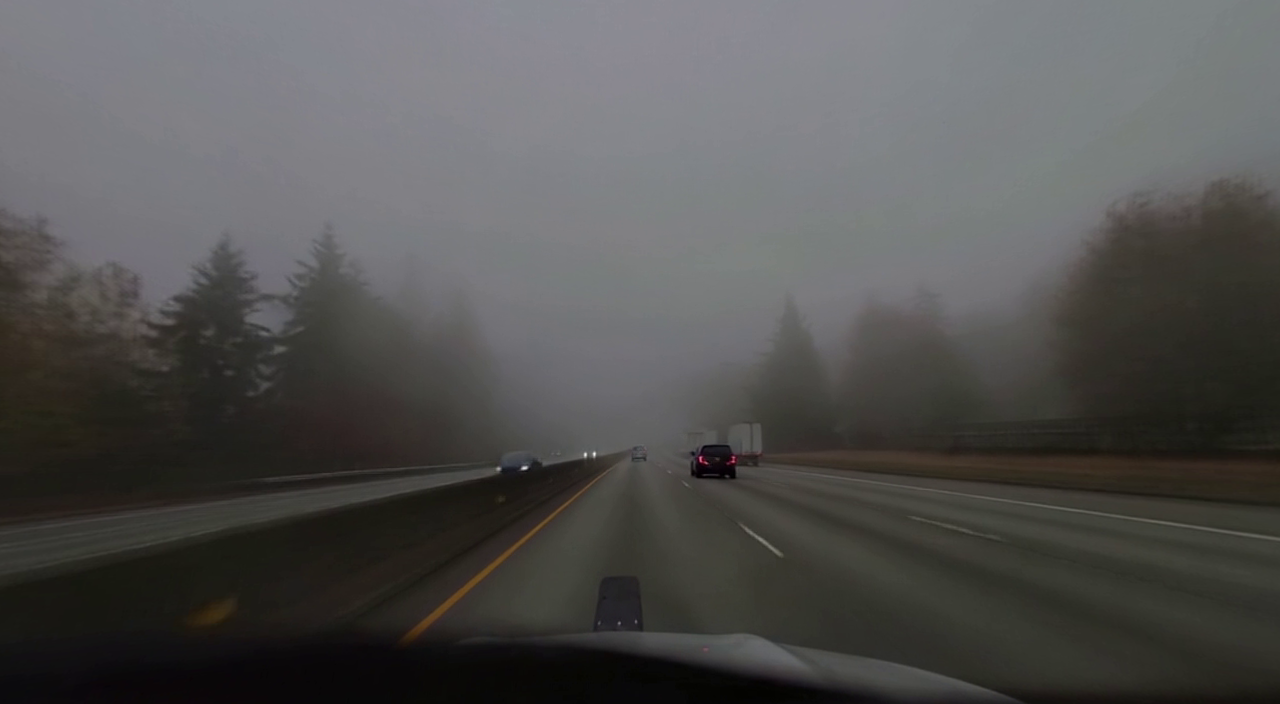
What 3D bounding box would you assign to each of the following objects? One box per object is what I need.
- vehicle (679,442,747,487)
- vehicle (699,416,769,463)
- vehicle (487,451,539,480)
[{"bbox_3d":[2.853,4.546,25.804,2.123,1.620,4.959,0,-9,-1],"label":"vehicle"},{"bbox_3d":[6.834,6.693,47.332,3.536,3.160,9.428,0,-9,-2],"label":"vehicle"},{"bbox_3d":[-7.129,6.397,35.685,1.979,1.503,4.572,0,-9,0],"label":"vehicle"}]
